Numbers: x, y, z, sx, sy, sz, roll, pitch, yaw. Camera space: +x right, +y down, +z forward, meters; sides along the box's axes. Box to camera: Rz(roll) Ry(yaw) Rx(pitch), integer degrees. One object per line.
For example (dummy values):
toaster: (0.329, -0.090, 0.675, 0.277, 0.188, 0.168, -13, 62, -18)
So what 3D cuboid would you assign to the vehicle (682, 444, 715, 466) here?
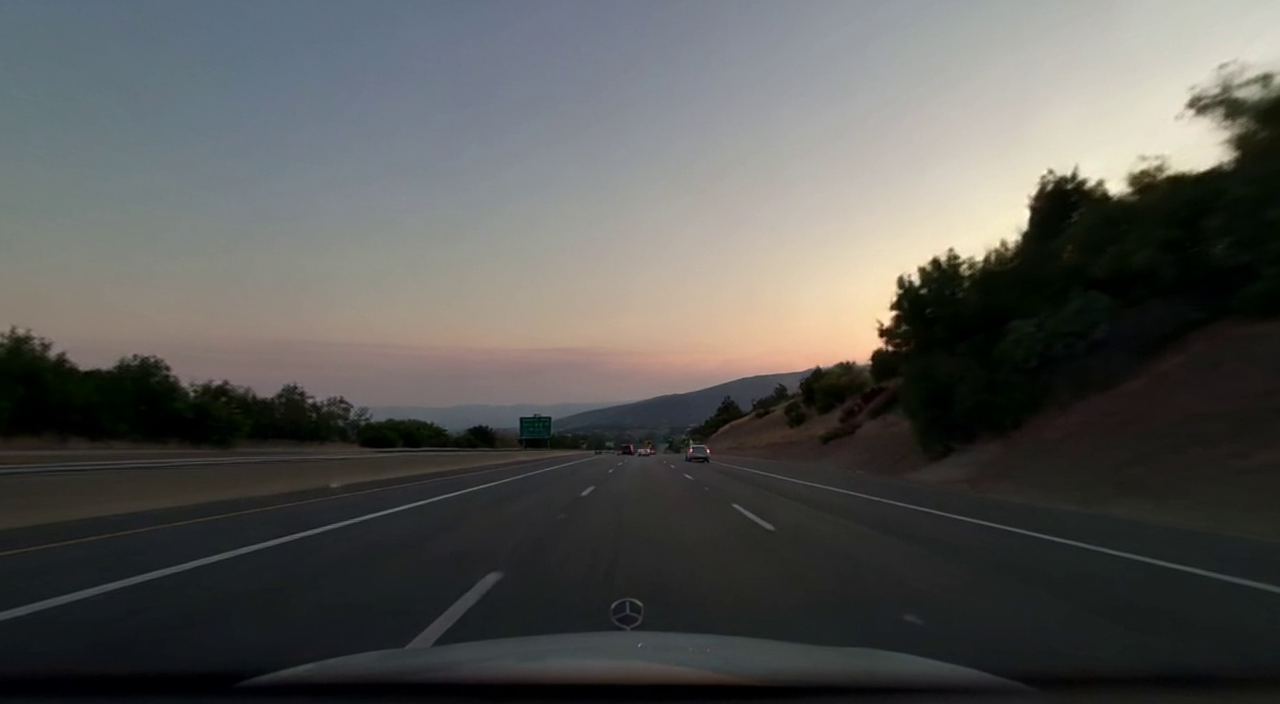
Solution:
vehicle: (4.130, 7.342, 45.105, 2.003, 1.520, 4.058, 0, -9, 0)
